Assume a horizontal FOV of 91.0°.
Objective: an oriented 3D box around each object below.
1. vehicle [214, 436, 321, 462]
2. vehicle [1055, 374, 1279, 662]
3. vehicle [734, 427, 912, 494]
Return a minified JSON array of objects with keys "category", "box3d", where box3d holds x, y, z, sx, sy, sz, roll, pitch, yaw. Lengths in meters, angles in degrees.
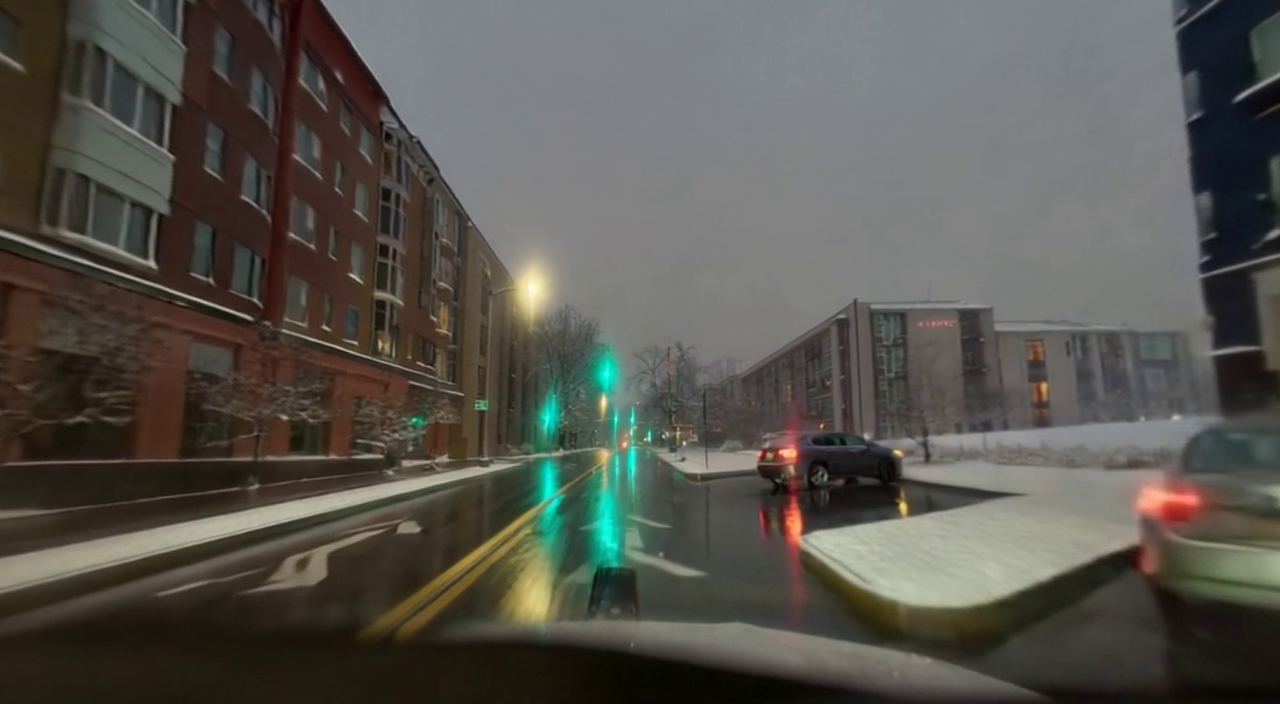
[{"category":"vehicle","box3d":[-19.531,5.094,33.302,2.660,1.211,4.739,-1,-8,2]},{"category":"vehicle","box3d":[5.009,1.019,4.496,3.844,1.524,1.847,4,-9,-32]},{"category":"vehicle","box3d":[4.673,2.709,16.141,4.033,1.514,1.974,3,-9,-25]}]
